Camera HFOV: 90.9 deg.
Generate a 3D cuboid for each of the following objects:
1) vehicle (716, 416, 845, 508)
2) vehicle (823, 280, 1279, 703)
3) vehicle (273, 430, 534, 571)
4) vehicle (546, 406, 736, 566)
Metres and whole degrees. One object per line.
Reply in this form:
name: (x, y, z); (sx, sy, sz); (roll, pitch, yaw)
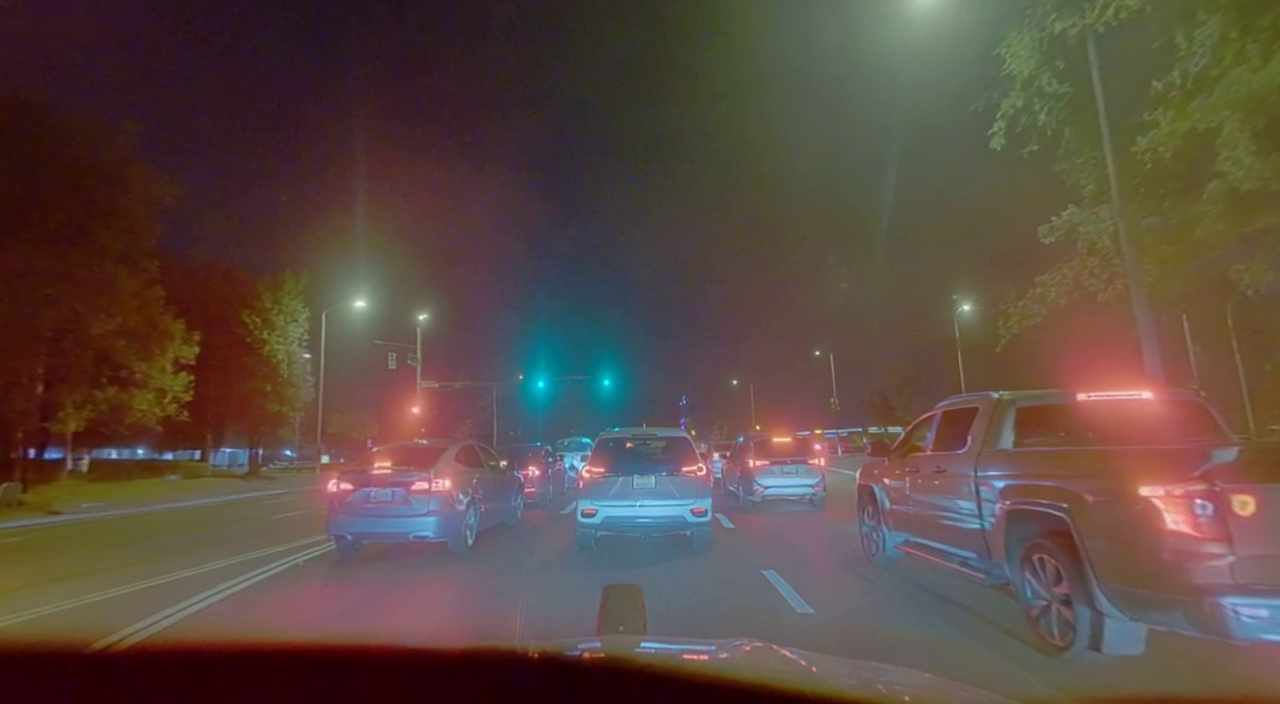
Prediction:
vehicle: (3.599, 2.964, 17.488); (2.408, 2.100, 5.668); (0, -9, 1)
vehicle: (3.383, 1.075, 4.701); (2.317, 1.857, 5.940); (0, -8, 1)
vehicle: (-2.916, 1.919, 8.980); (2.023, 1.494, 4.259); (0, -9, 0)
vehicle: (0.059, 1.788, 9.073); (2.113, 1.768, 3.901); (0, -8, 1)
